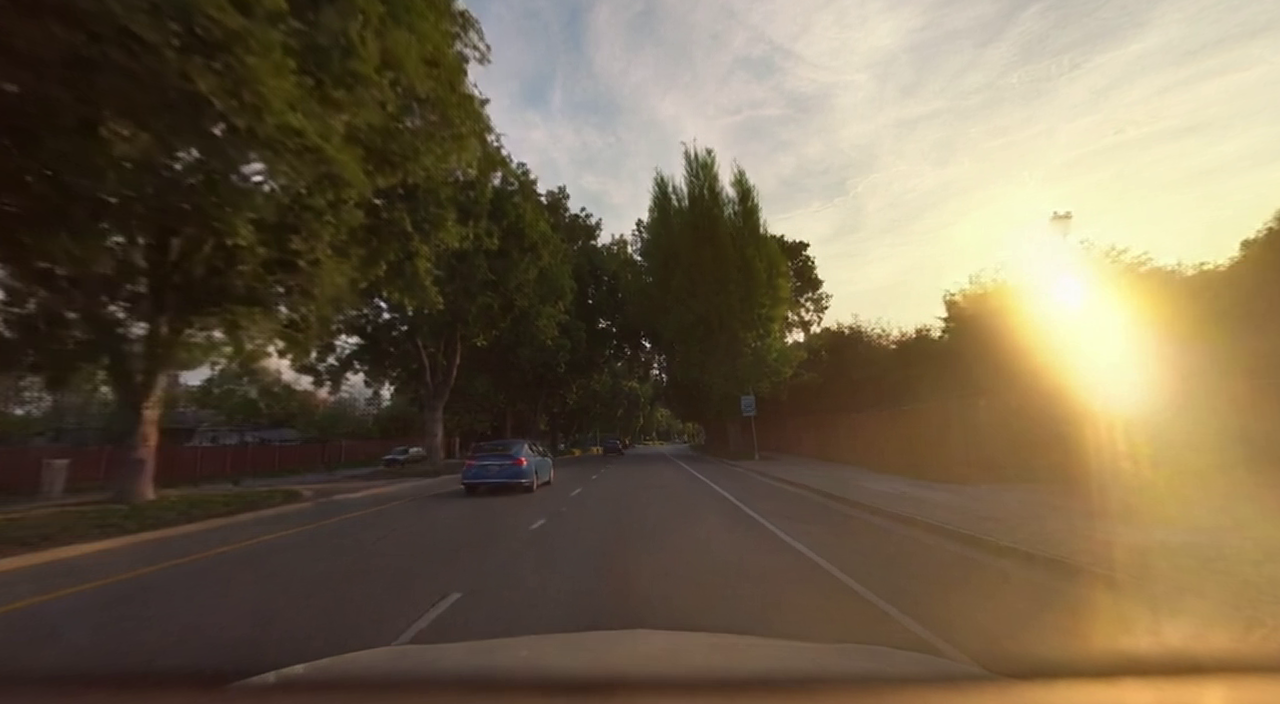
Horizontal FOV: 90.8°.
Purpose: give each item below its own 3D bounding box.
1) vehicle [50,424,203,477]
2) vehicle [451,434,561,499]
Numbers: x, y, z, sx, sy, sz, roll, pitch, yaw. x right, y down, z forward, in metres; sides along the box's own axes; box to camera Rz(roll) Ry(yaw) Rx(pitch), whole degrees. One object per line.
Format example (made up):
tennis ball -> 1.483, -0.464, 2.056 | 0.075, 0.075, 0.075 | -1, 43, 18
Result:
vehicle -> -34.323, 6.624, 42.882 | 2.817, 3.013, 8.966 | -5, -8, 1
vehicle -> -3.308, 2.909, 16.525 | 1.870, 1.431, 4.317 | 0, -8, 1
